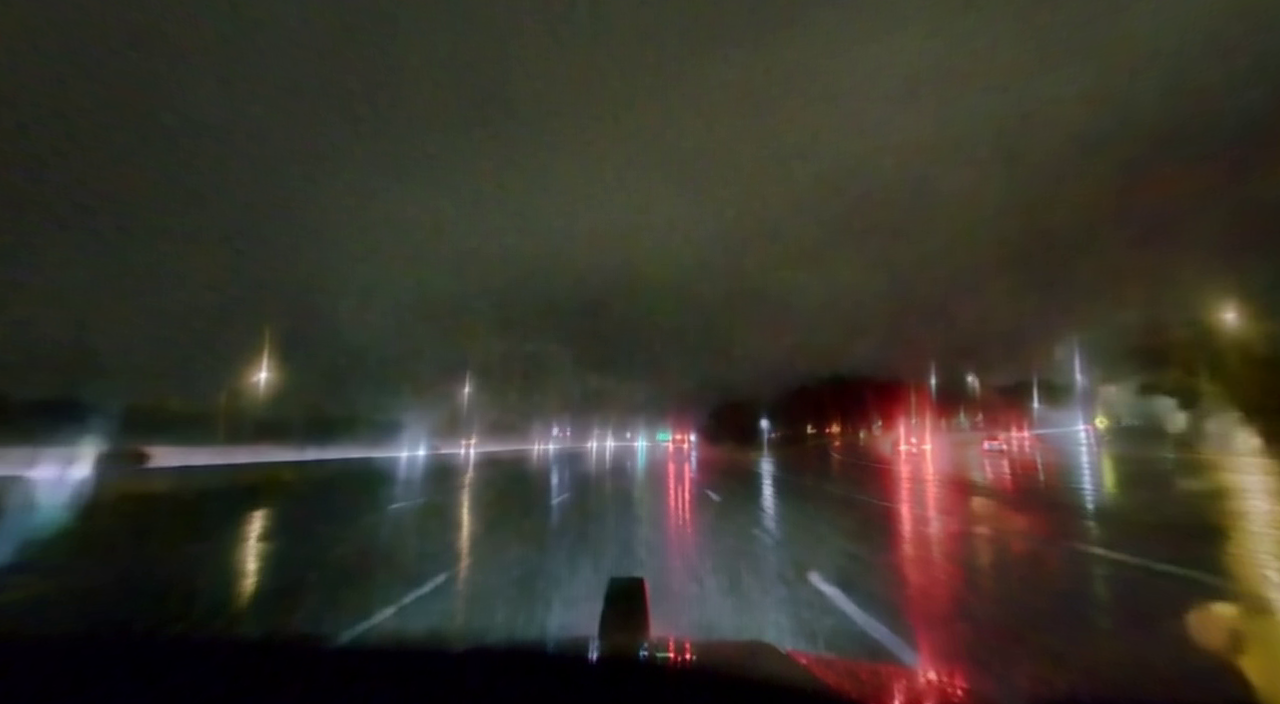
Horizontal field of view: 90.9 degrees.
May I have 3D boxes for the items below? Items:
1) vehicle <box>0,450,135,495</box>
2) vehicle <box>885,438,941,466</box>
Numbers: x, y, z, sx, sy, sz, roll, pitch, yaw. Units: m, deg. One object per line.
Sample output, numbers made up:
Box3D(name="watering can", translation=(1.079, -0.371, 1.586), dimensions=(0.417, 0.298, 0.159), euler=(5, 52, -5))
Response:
Box3D(name="vehicle", translation=(-21.788, 4.420, 23.563), dimensions=(2.091, 1.477, 4.434), euler=(0, -8, 1))
Box3D(name="vehicle", translation=(17.588, 6.459, 40.867), dimensions=(2.039, 1.658, 4.457), euler=(-1, -8, 6))
